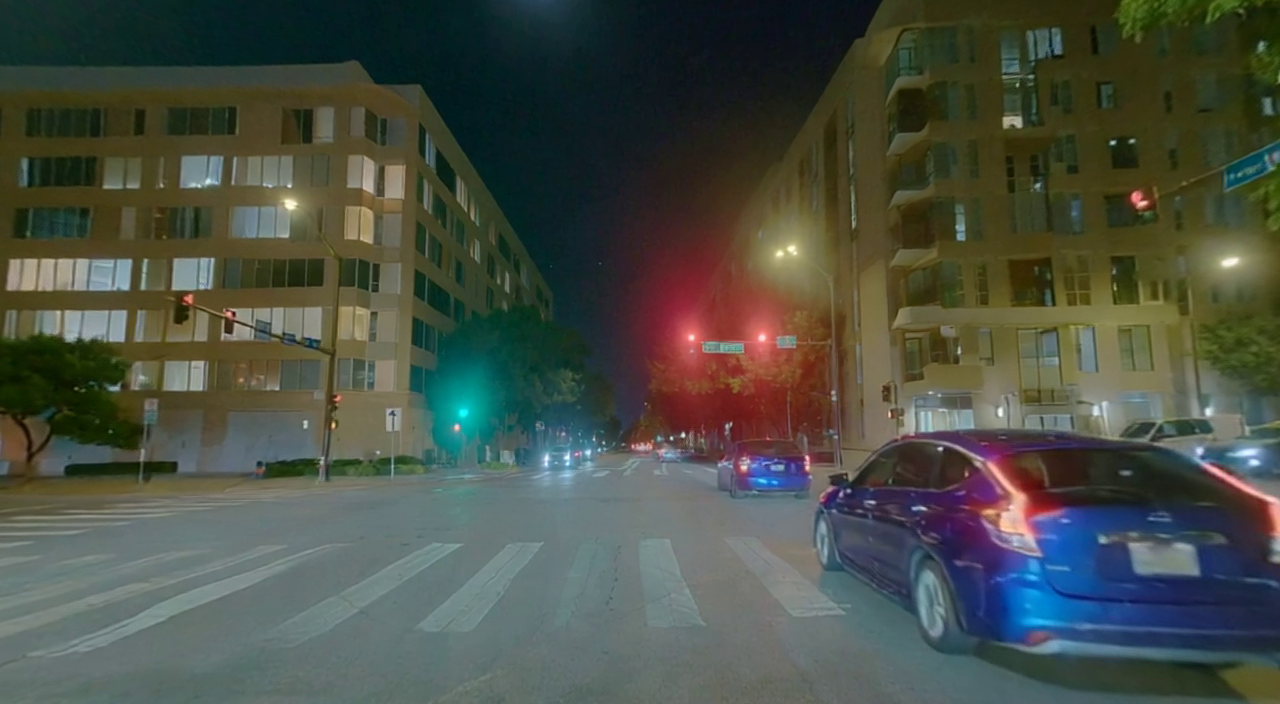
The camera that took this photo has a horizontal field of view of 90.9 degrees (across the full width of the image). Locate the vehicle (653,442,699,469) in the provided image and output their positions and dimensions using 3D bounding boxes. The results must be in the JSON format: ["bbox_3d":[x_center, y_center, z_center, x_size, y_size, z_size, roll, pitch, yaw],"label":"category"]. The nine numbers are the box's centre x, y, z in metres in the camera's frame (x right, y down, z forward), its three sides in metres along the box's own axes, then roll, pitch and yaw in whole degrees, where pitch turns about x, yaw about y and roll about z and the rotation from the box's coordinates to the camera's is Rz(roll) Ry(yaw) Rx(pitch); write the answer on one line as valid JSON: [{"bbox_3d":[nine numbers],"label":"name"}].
[{"bbox_3d":[1.918,5.717,35.079,2.040,1.421,4.550,0,-8,-3],"label":"vehicle"}]

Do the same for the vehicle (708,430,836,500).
[{"bbox_3d":[3.015,2.702,15.481,2.009,1.443,4.509,0,-8,-2],"label":"vehicle"}]

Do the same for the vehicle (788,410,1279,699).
[{"bbox_3d":[2.862,1.367,5.508,2.039,1.470,4.355,0,-8,-1],"label":"vehicle"}]
